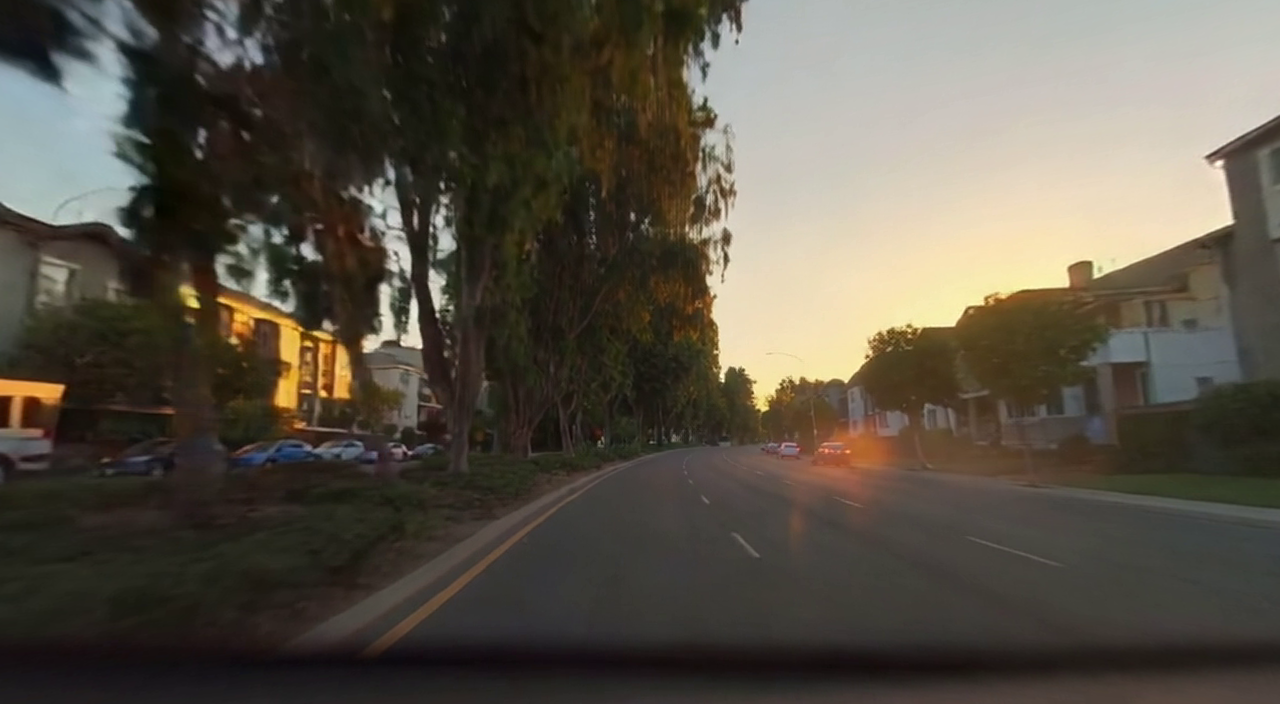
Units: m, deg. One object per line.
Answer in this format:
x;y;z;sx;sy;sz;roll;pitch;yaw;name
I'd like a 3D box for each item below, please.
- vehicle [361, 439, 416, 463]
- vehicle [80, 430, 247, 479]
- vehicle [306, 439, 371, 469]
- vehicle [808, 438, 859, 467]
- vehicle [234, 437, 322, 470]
-17.519;6.972;44.247;1.795;1.445;4.629;-3;-10;2;vehicle
-18.651;4.057;25.211;2.076;1.703;5.595;0;-8;3;vehicle
-18.044;6.085;38.014;1.686;1.671;4.477;-1;-8;0;vehicle
11.767;6.128;38.694;1.992;1.615;4.460;0;-8;4;vehicle
-18.336;5.183;32.242;1.854;1.490;4.331;-2;-9;1;vehicle
